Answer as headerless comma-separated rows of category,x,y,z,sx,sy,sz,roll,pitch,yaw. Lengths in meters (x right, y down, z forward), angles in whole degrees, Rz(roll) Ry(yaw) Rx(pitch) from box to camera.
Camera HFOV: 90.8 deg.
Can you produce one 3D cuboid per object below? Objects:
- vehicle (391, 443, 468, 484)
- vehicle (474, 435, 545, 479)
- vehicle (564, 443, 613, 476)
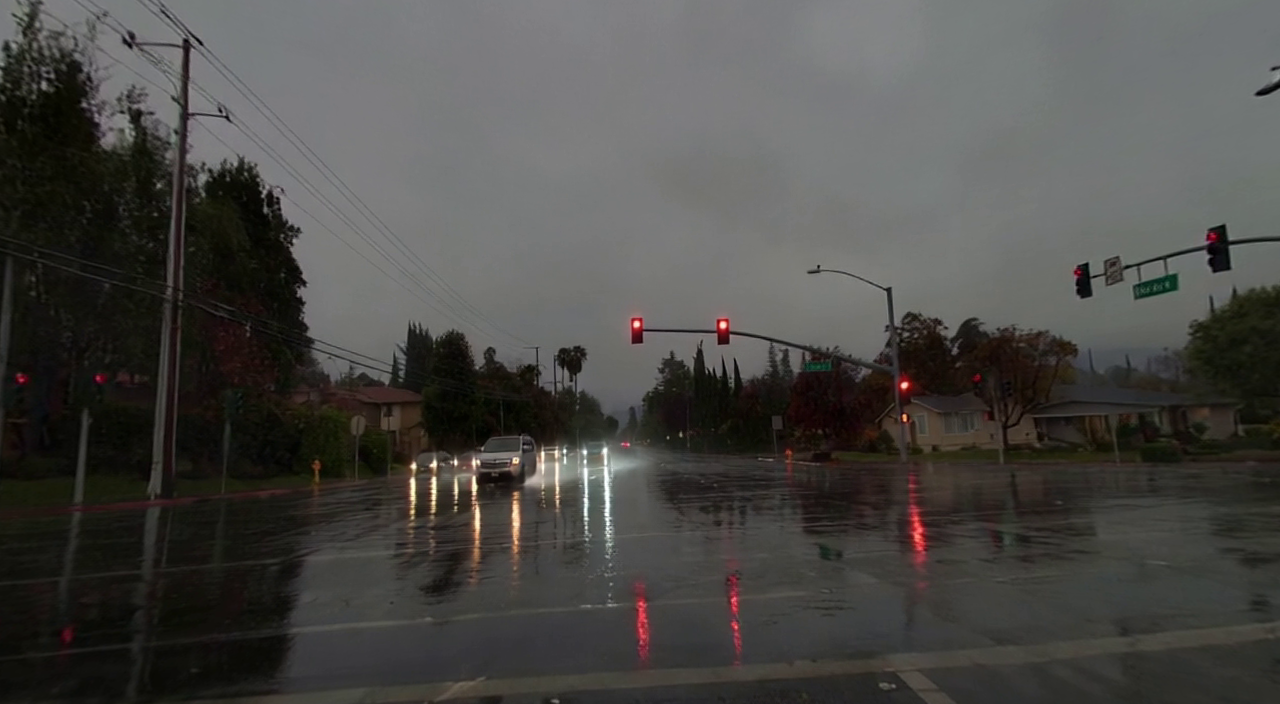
vehicle,-10.173,5.393,30.981,2.241,1.819,4.690,0,-9,-1
vehicle,-6.401,5.233,31.766,2.479,1.977,5.254,0,-9,-1
vehicle,-2.415,5.219,30.932,2.174,1.477,4.805,0,-9,-2
